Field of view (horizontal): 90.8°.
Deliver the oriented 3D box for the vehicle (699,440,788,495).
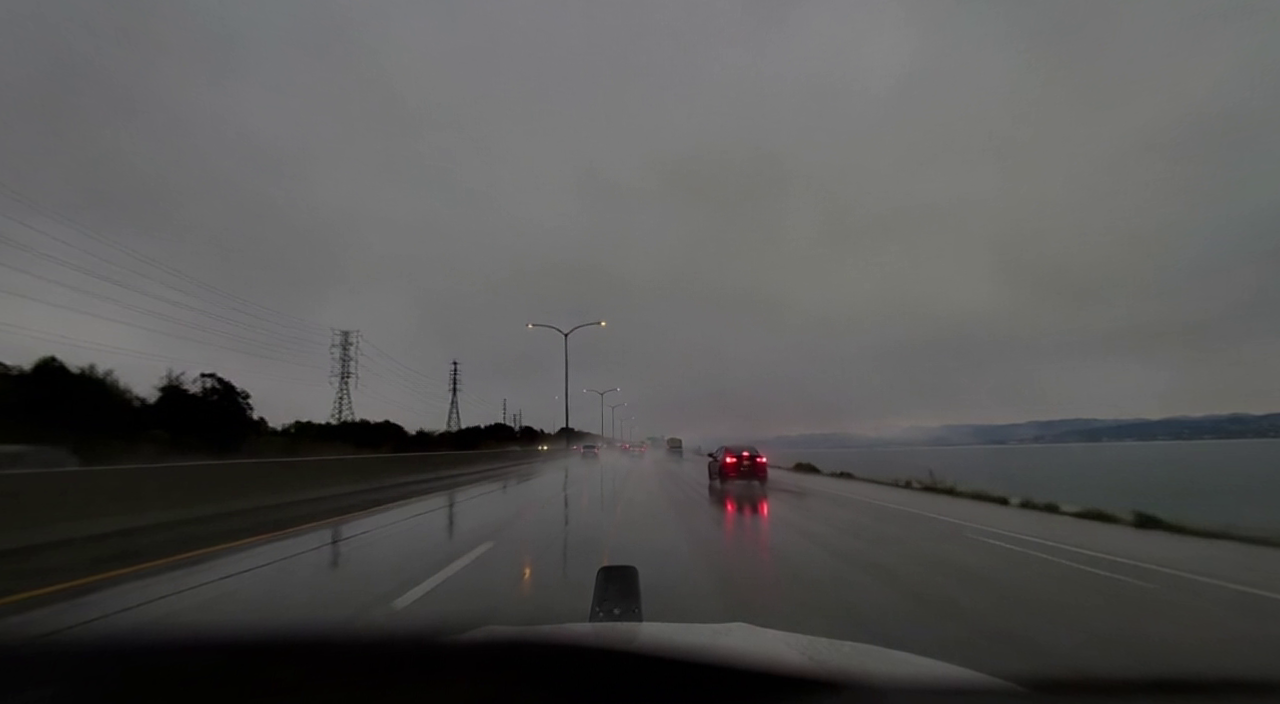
[{"bbox_3d":[3.047,3.486,19.490,1.890,1.490,4.373,0,-8,-1],"label":"vehicle"}]
